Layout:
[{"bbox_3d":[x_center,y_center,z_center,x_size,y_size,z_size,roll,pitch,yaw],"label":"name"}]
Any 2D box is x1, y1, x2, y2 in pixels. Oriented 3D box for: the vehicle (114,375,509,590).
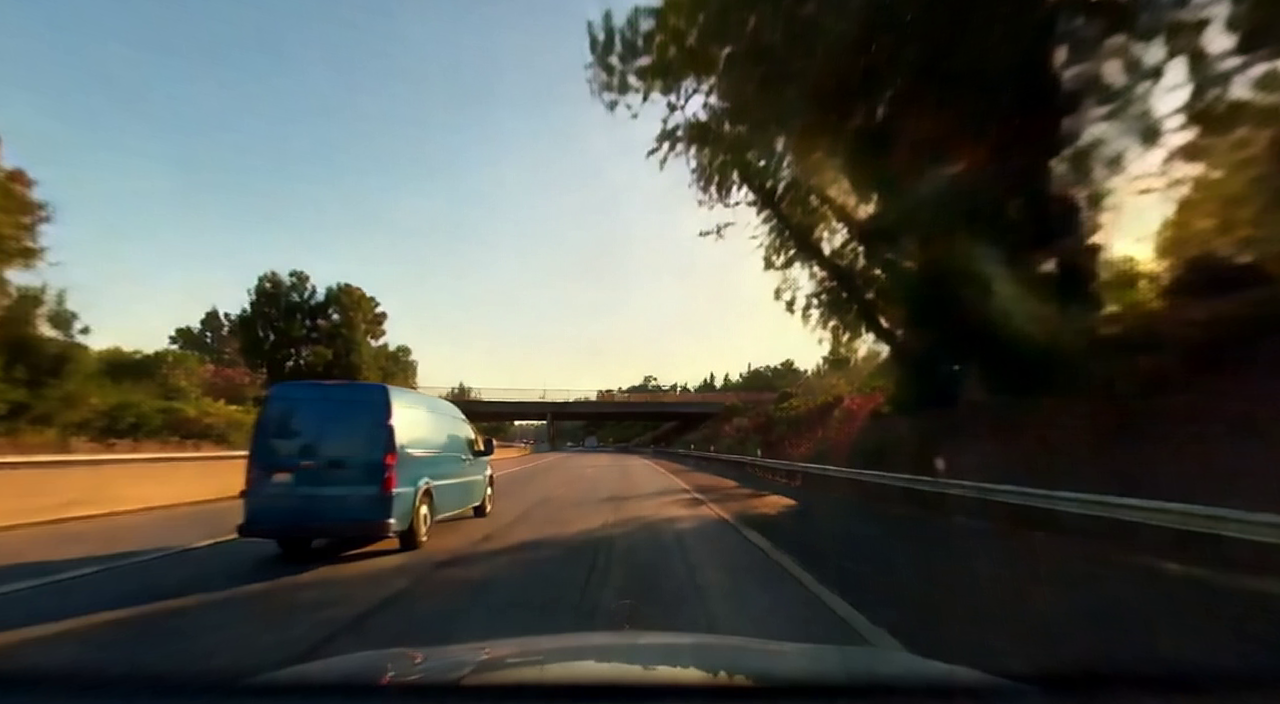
[{"bbox_3d":[-3.435,1.522,8.175,2.372,1.891,5.061,0,-8,0],"label":"vehicle"}]
